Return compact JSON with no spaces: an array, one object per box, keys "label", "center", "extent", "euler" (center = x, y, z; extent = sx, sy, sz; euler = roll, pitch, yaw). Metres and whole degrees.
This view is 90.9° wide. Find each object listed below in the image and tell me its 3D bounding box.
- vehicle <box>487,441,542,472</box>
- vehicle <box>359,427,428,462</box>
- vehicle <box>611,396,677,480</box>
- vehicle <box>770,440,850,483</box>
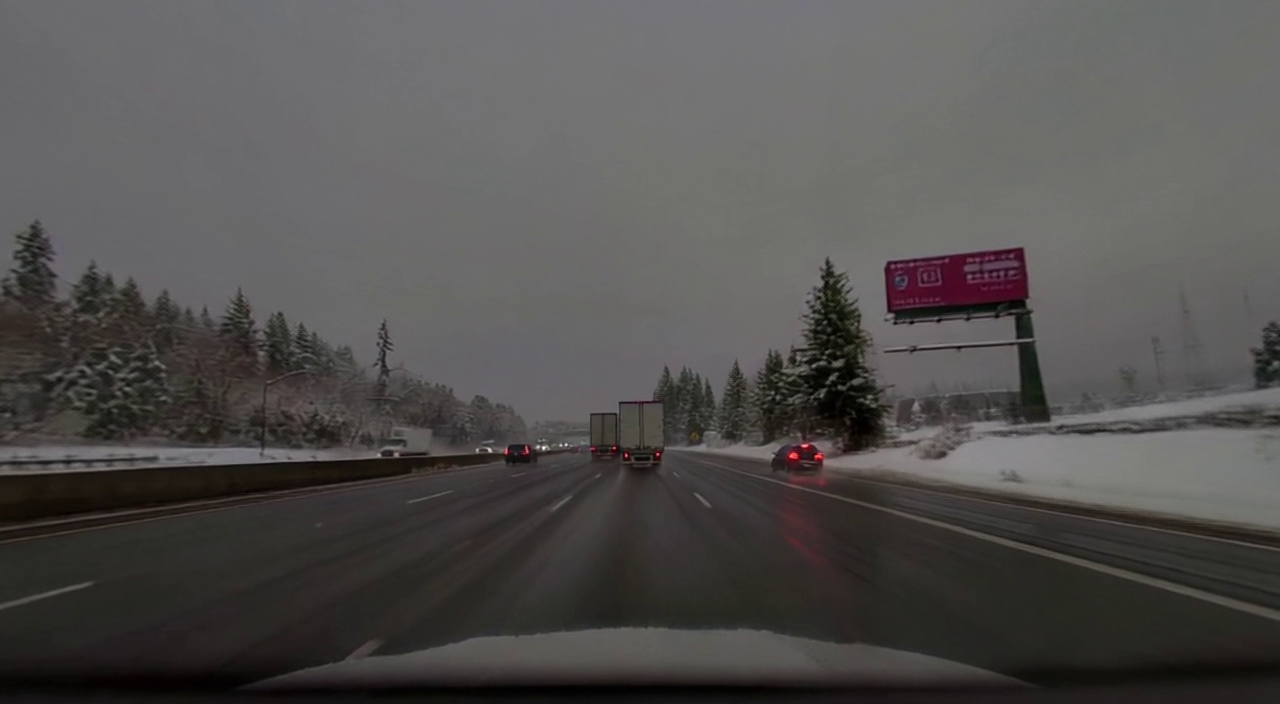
[{"label":"vehicle","center":[-6.753,5.667,34.524],"extent":[1.992,1.547,4.673],"euler":[-1,-8,1]},{"label":"vehicle","center":[-18.848,7.117,48.732],"extent":[2.825,2.420,6.603],"euler":[0,-8,-2]},{"label":"vehicle","center":[0.106,4.729,36.186],"extent":[3.054,3.944,11.230],"euler":[-2,-6,-1]},{"label":"vehicle","center":[6.816,4.392,25.773],"extent":[1.969,1.560,4.394],"euler":[-1,-8,-1]}]
